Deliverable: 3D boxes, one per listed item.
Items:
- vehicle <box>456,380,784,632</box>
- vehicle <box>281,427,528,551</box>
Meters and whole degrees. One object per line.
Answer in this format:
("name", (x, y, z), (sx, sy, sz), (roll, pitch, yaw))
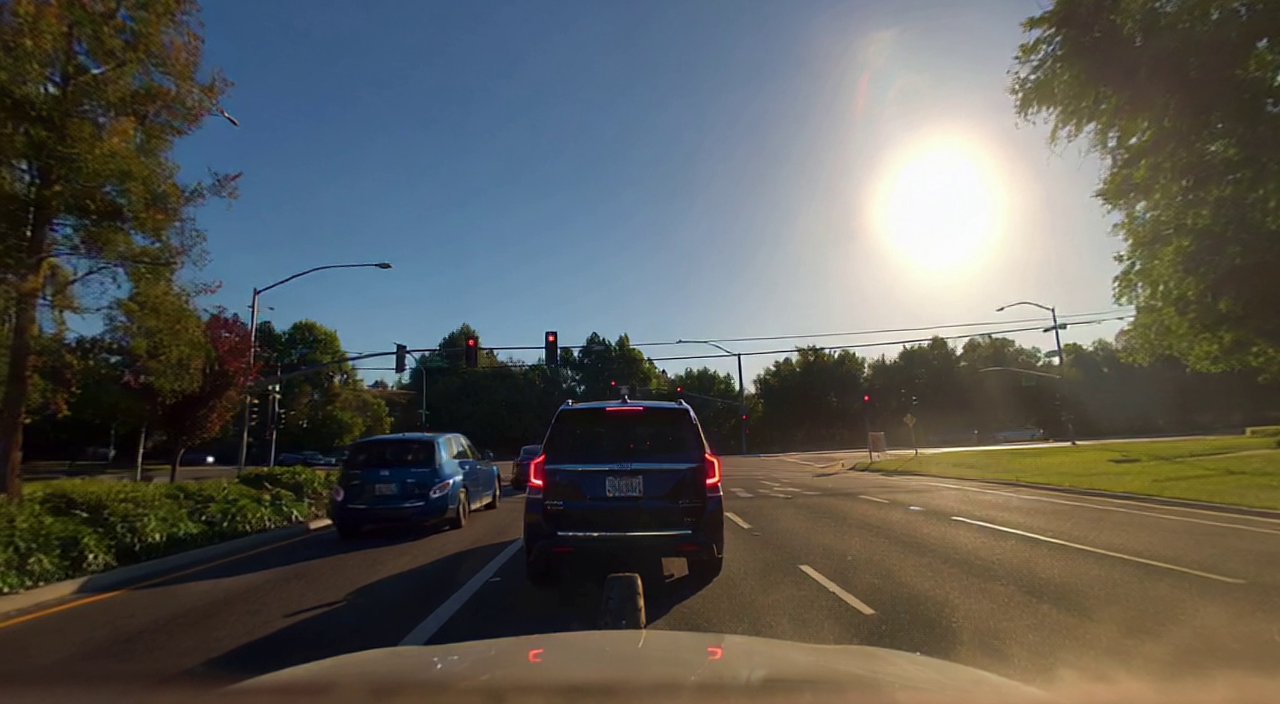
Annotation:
("vehicle", (-0.162, 1.385, 6.598), (2.298, 1.770, 4.138), (0, -8, -1))
("vehicle", (-3.356, 2.067, 10.362), (2.061, 1.504, 5.142), (0, -8, 0))
